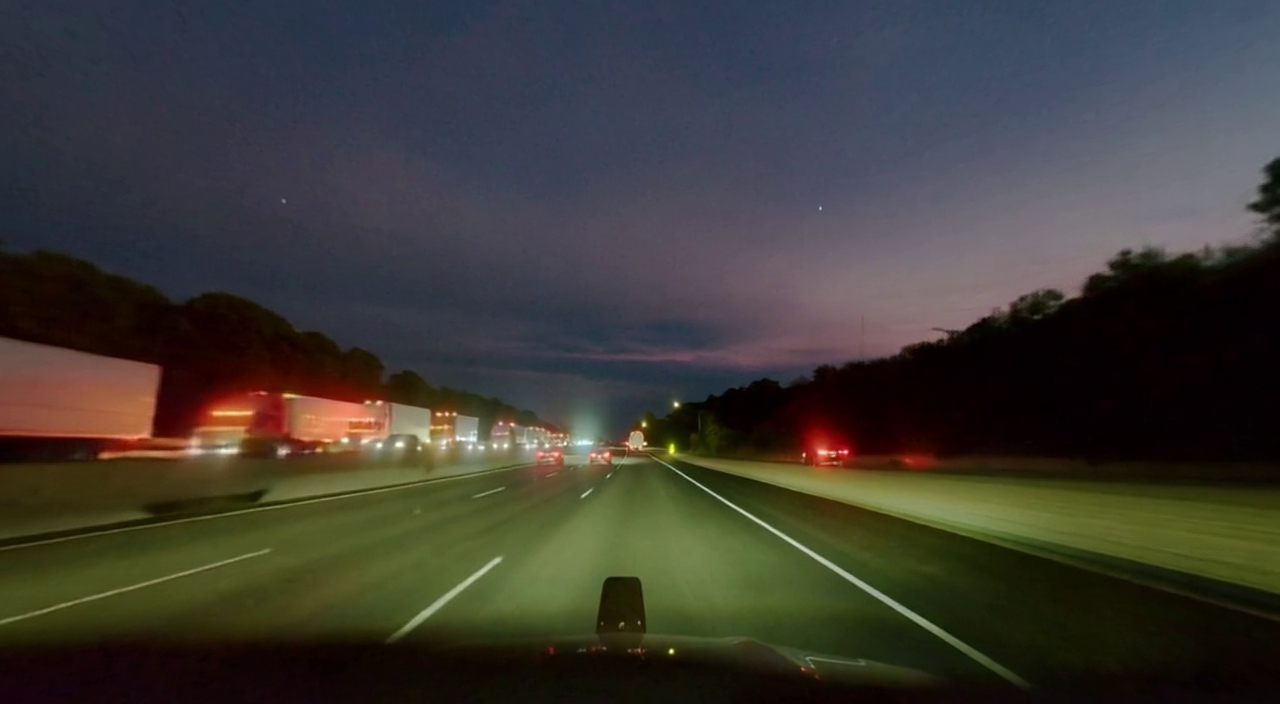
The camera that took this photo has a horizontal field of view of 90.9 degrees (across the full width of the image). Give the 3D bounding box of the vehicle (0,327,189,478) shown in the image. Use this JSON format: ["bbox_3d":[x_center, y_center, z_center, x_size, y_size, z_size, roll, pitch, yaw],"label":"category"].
[{"bbox_3d":[-18.497,1.298,16.404,2.834,3.974,14.371,0,-9,0],"label":"vehicle"}]

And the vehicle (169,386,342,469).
[{"bbox_3d":[-18.737,3.974,31.781,2.774,3.524,9.153,-1,-9,1],"label":"vehicle"}]

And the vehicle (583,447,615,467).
[{"bbox_3d":[-3.079,8.047,48.217,2.076,1.453,4.094,0,-9,1],"label":"vehicle"}]

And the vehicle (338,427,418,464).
[{"bbox_3d":[-13.988,5.062,34.057,2.133,1.816,5.142,0,-9,-1],"label":"vehicle"}]

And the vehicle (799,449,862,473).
[{"bbox_3d":[14.658,8.434,48.675,2.080,1.725,4.252,8,-12,-34],"label":"vehicle"}]

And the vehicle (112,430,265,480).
[{"bbox_3d":[-14.310,3.303,20.325,1.841,1.428,4.119,0,-9,0],"label":"vehicle"}]
